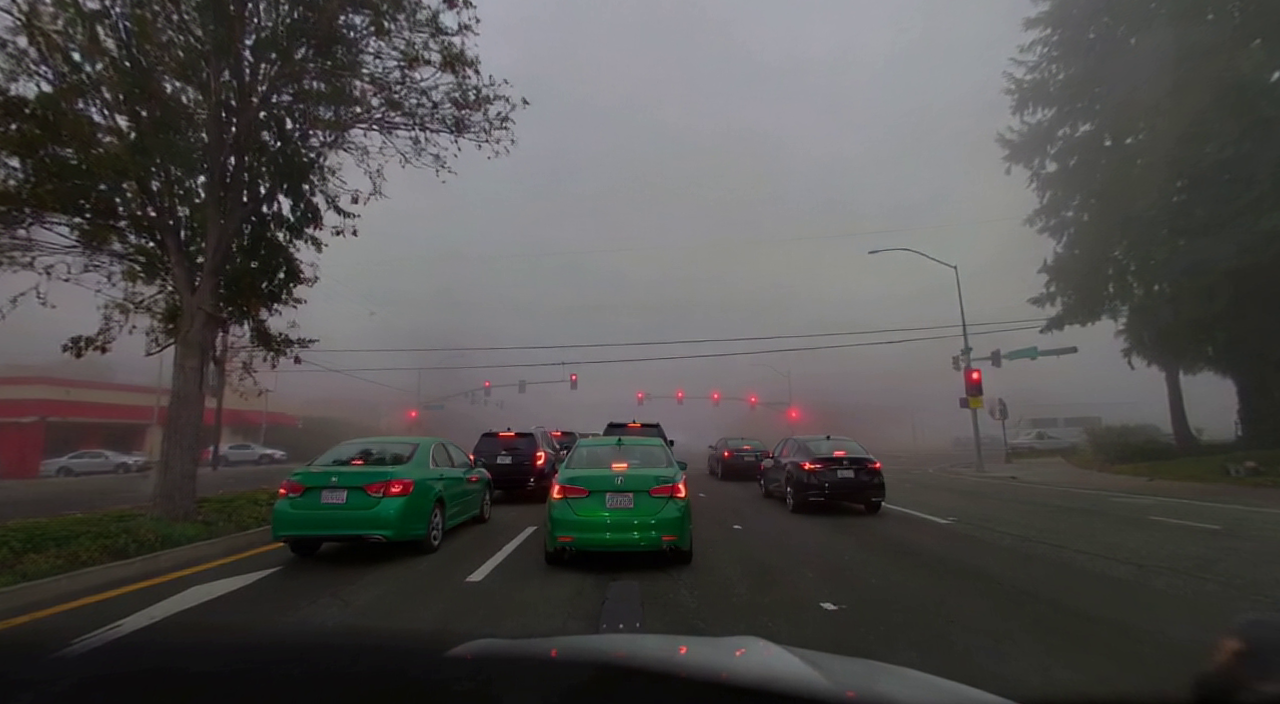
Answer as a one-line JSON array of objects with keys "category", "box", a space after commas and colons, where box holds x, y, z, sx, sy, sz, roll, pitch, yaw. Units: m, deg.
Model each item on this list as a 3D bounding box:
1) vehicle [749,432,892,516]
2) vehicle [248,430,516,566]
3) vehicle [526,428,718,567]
[{"category": "vehicle", "box": [3.553, 2.470, 13.271, 1.880, 1.476, 3.932, 0, -8, 1]}, {"category": "vehicle", "box": [-3.203, 1.886, 8.940, 1.917, 1.441, 4.128, -1, -8, 2]}, {"category": "vehicle", "box": [-0.201, 1.835, 8.707, 2.041, 1.450, 3.847, 0, -8, 0]}]
